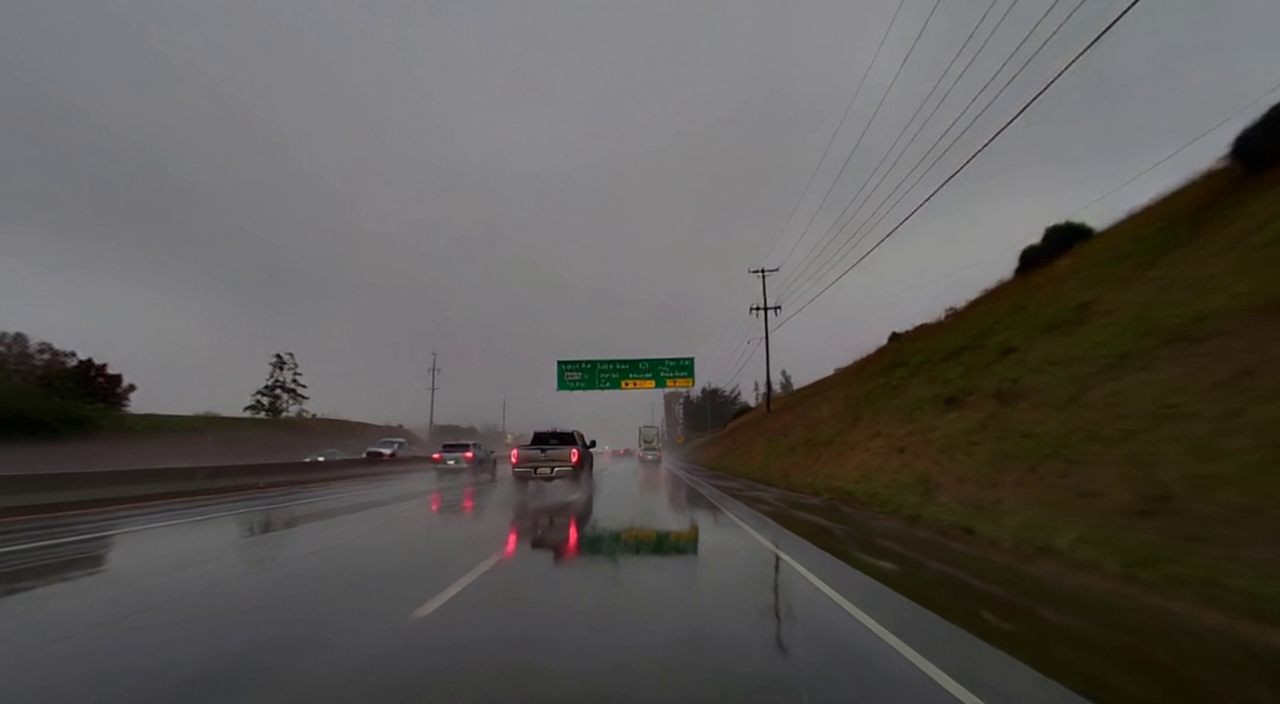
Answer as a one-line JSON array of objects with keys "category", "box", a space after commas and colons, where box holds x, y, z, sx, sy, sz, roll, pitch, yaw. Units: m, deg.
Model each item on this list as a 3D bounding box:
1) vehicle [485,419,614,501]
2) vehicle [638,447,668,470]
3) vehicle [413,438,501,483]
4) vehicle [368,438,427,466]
[{"category": "vehicle", "box": [-2.446, 3.231, 19.309, 2.972, 2.087, 6.126, 0, -9, 1]}, {"category": "vehicle", "box": [0.851, 7.445, 44.295, 2.025, 1.485, 4.310, 0, -9, 0]}, {"category": "vehicle", "box": [-7.458, 4.474, 26.270, 2.143, 1.688, 4.776, 0, -9, 1]}, {"category": "vehicle", "box": [-16.490, 6.809, 43.087, 2.166, 1.769, 4.617, 0, -9, 0]}]
